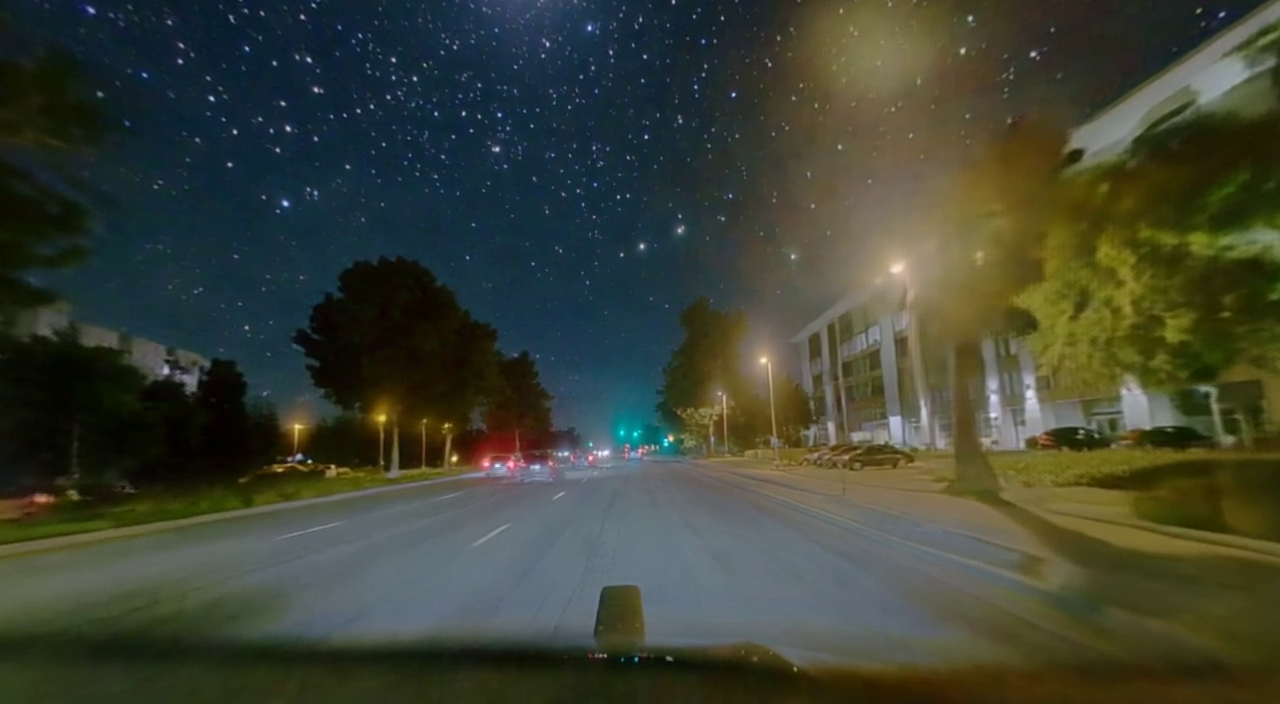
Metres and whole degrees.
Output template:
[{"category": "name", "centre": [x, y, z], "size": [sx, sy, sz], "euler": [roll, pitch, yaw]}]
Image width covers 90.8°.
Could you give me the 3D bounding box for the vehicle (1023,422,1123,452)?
[{"category": "vehicle", "centre": [25.053, 4.941, 36.661], "size": [4.154, 1.662, 2.113], "euler": [0, -8, 1]}]

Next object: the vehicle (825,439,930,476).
[{"category": "vehicle", "centre": [12.889, 5.754, 34.499], "size": [4.790, 1.439, 2.034], "euler": [-7, -9, 1]}]

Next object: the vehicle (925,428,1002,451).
[{"category": "vehicle", "centre": [25.350, 6.886, 49.592], "size": [4.939, 1.818, 1.989], "euler": [0, -9, -1]}]

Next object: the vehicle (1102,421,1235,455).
[{"category": "vehicle", "centre": [25.119, 4.110, 30.119], "size": [4.614, 1.464, 1.856], "euler": [-1, -9, 0]}]

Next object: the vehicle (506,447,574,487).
[{"category": "vehicle", "centre": [-4.005, 4.704, 26.147], "size": [2.011, 1.483, 4.596], "euler": [0, -9, 1]}]

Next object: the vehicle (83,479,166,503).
[{"category": "vehicle", "centre": [-37.171, 10.002, 45.630], "size": [4.232, 1.578, 1.759], "euler": [1, -10, -3]}]

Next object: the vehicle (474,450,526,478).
[{"category": "vehicle", "centre": [-8.197, 6.608, 37.515], "size": [1.976, 1.497, 4.709], "euler": [0, -9, 1]}]

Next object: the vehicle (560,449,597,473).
[{"category": "vehicle", "centre": [-3.964, 7.073, 41.243], "size": [1.971, 1.414, 4.317], "euler": [0, -9, 1]}]
